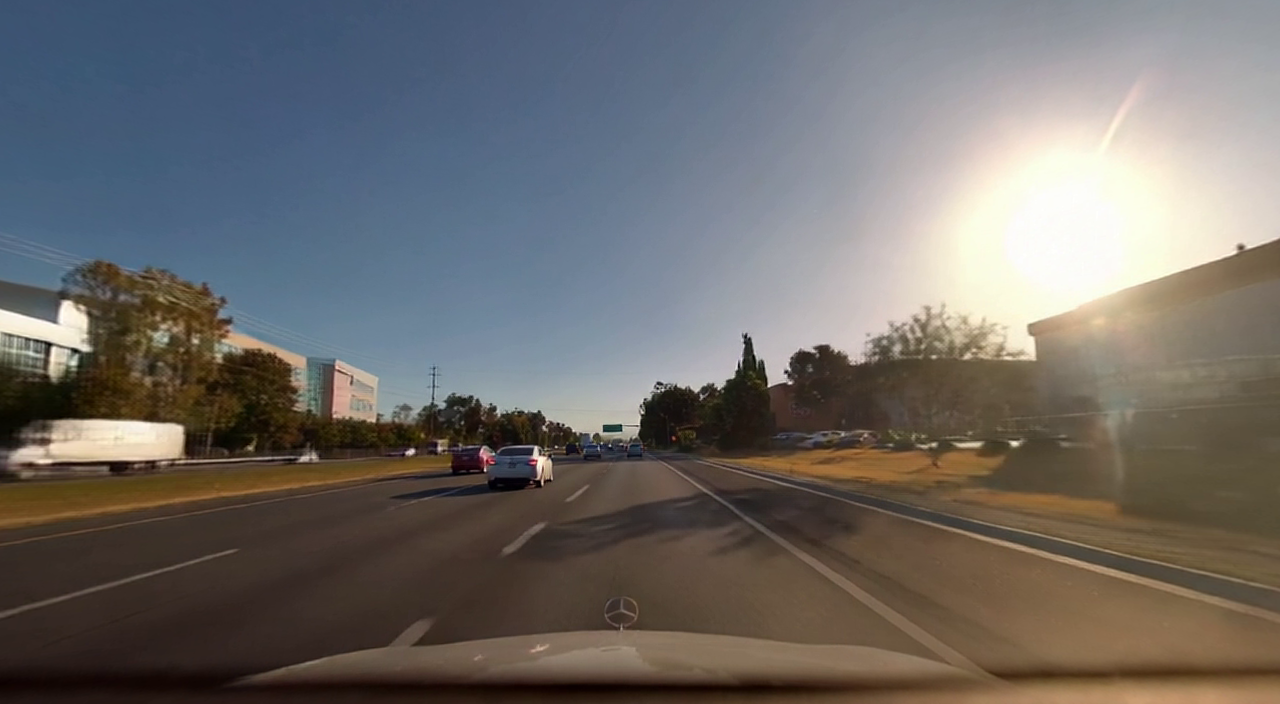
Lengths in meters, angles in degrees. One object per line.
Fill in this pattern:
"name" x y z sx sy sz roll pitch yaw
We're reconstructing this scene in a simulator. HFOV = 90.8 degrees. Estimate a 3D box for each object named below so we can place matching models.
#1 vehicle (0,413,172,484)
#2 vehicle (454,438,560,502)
"vehicle" -35.802 6.198 40.718 2.986 3.973 10.686 0 -9 0
"vehicle" -3.365 3.059 16.792 1.920 1.463 4.134 0 -9 0
